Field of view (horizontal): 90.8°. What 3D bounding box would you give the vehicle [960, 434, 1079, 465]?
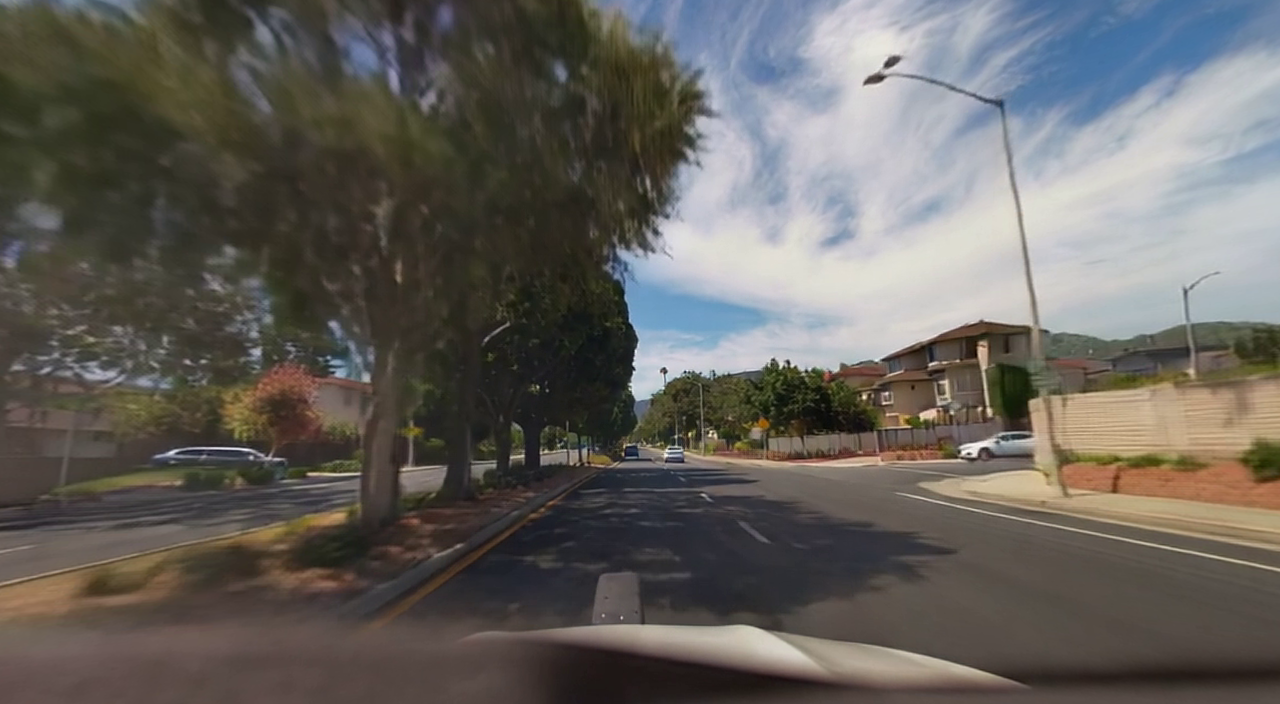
[{"bbox_3d":[18.827,4.854,31.477,4.536,1.453,2.128,0,-8,-1],"label":"vehicle"}]
